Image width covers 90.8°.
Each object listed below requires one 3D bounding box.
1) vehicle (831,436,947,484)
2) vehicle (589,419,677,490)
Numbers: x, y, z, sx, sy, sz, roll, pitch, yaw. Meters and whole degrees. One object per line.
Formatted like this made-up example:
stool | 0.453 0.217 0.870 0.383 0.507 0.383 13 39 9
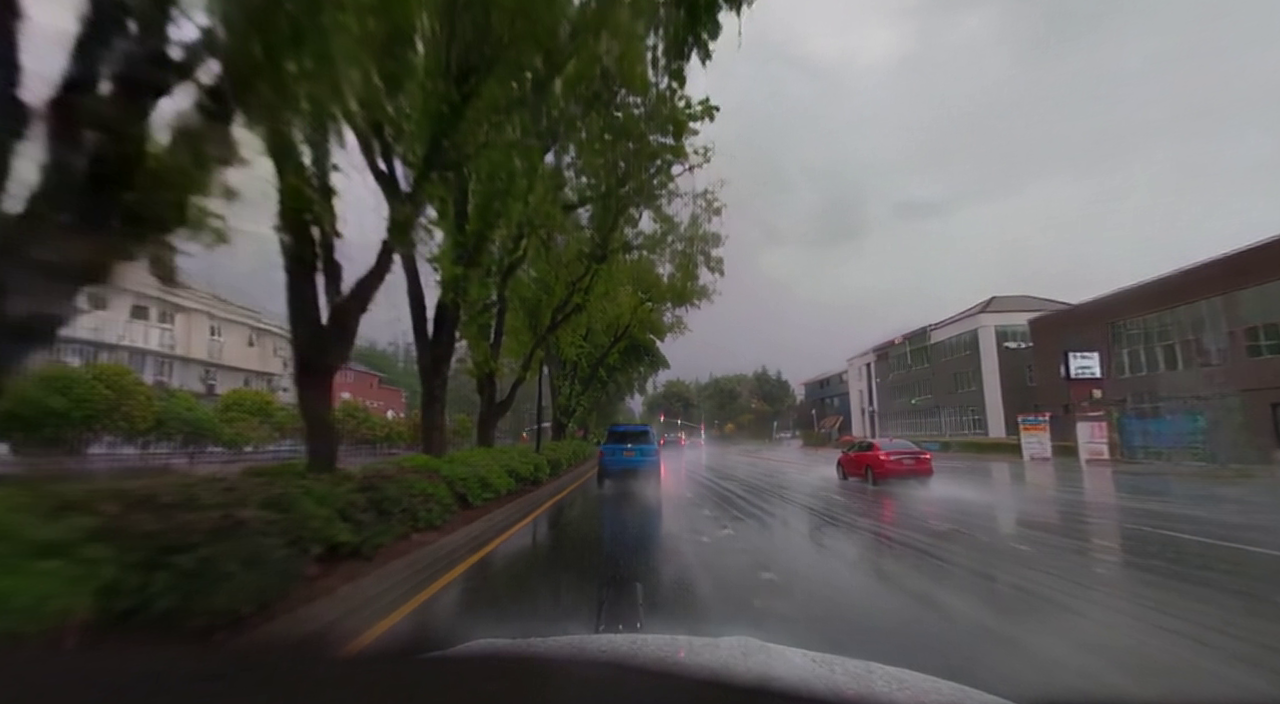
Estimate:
vehicle | 8.257 3.618 21.468 2.002 1.456 4.631 0 -9 -1
vehicle | -0.212 2.967 18.492 2.277 1.816 4.192 0 -9 -1
